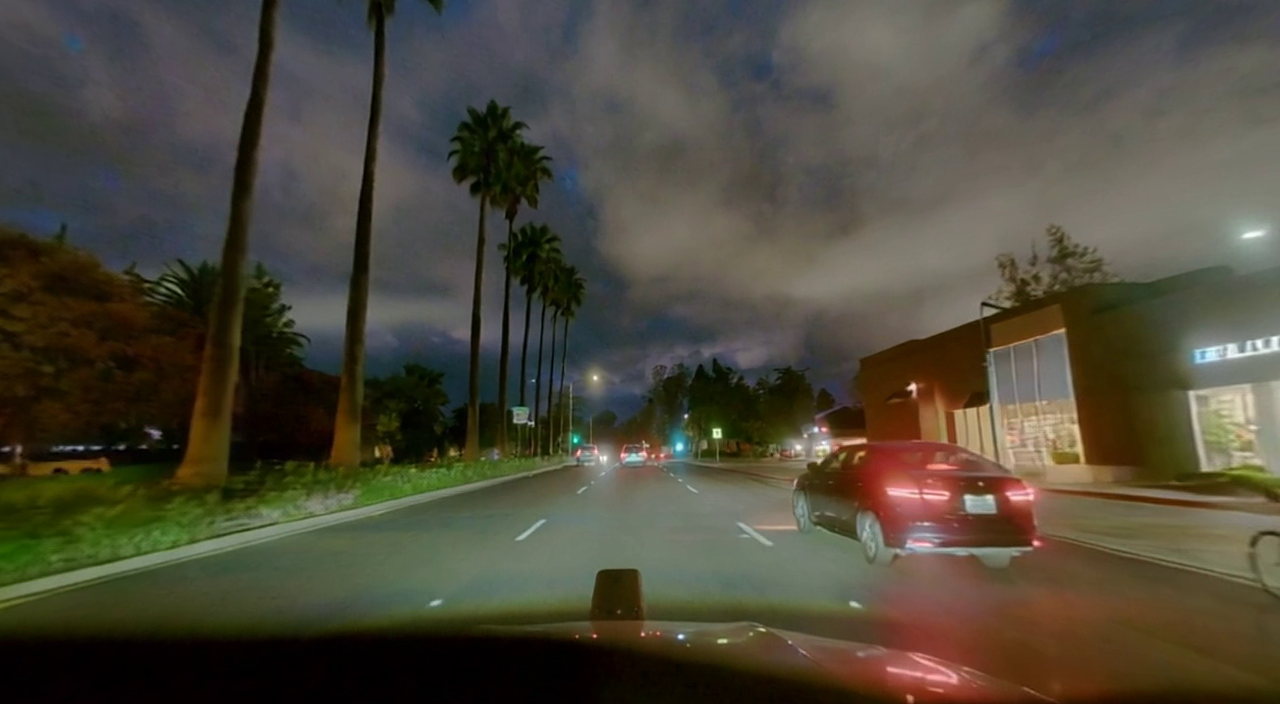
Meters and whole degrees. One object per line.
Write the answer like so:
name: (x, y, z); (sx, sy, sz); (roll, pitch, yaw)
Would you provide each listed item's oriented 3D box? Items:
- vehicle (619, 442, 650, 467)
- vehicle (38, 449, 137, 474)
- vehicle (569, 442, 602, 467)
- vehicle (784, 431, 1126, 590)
vehicle: (-0.418, 7.211, 44.407); (2.102, 1.653, 3.698); (0, -9, -1)
vehicle: (-35.739, 7.061, 40.972); (4.294, 1.515, 2.111); (1, -9, -4)
vehicle: (-4.052, 7.684, 47.635); (2.071, 1.744, 4.500); (0, -9, 0)
vehicle: (3.557, 1.864, 8.404); (2.090, 1.503, 4.566); (0, -9, -1)
